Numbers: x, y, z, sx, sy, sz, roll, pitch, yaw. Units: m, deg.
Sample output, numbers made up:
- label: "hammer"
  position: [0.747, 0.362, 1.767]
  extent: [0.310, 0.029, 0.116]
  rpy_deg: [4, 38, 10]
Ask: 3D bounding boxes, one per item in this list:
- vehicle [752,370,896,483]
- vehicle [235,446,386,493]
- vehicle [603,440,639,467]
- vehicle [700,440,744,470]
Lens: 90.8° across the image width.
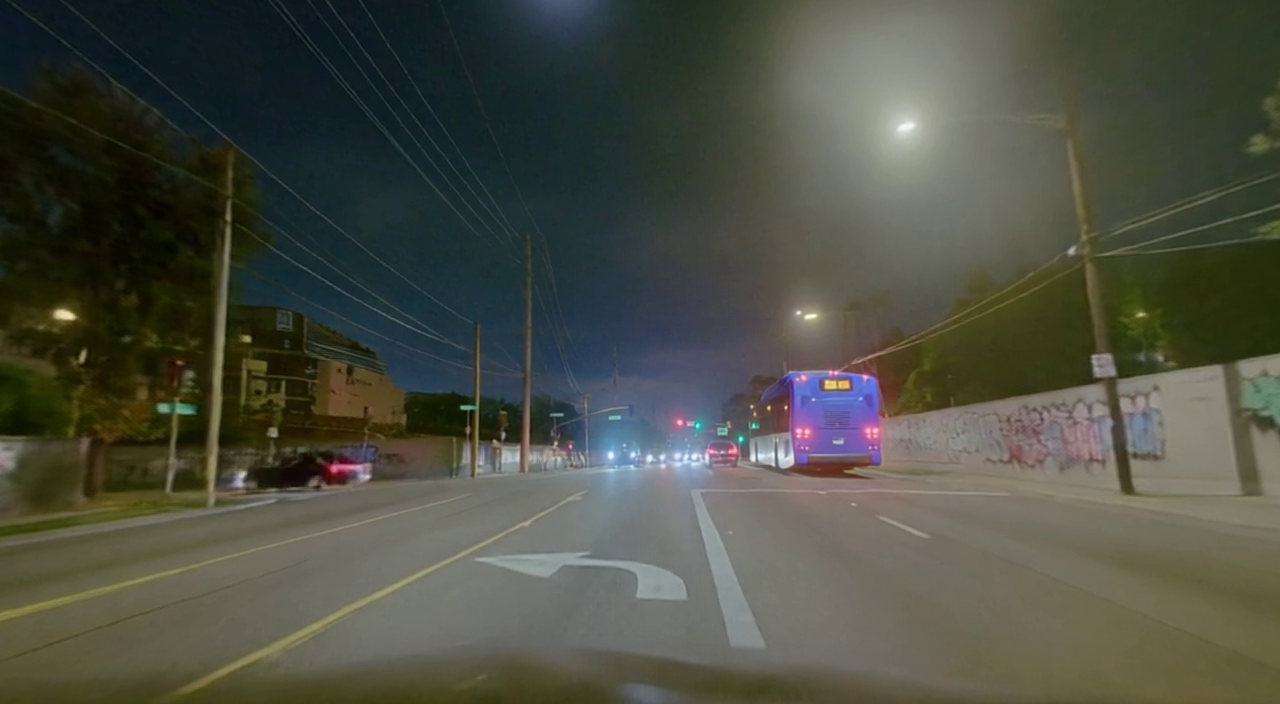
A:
- label: "vehicle"
  position: [6.772, 3.214, 25.820]
  extent: [3.045, 3.447, 12.604]
  rpy_deg: [-1, -8, 5]
- label: "vehicle"
  position: [-11.759, 4.175, 22.681]
  extent: [4.420, 1.544, 2.018]
  rpy_deg: [-2, -9, 11]
- label: "vehicle"
  position: [-1.271, 7.100, 44.339]
  extent: [2.015, 1.818, 4.061]
  rpy_deg: [-1, -8, 6]
- label: "vehicle"
  position: [4.267, 5.393, 33.322]
  extent: [1.961, 1.470, 4.196]
  rpy_deg: [-1, -8, 3]
